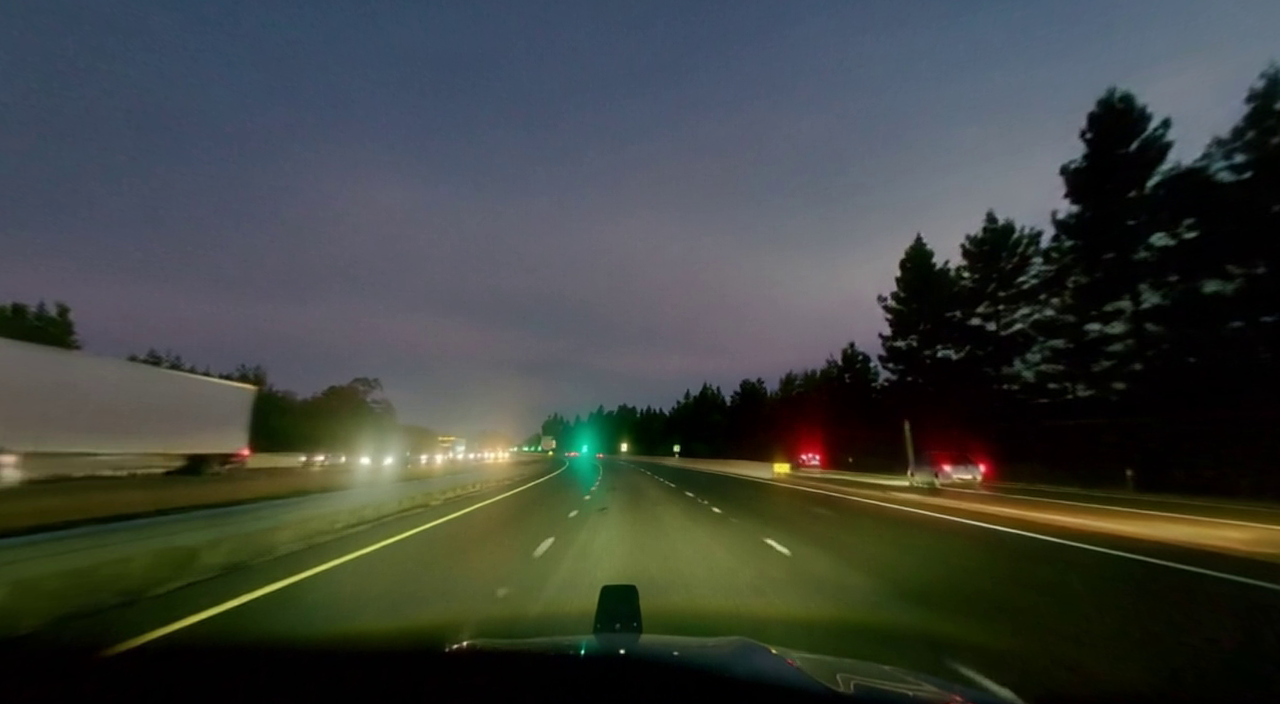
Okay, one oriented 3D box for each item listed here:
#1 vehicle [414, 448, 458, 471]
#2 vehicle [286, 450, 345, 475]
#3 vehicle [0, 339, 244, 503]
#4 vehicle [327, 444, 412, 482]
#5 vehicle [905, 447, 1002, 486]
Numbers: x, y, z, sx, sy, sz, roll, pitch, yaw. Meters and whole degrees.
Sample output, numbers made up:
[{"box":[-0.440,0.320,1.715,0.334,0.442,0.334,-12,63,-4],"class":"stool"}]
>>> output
[{"box":[-14.379,7.619,44.421,1.842,1.507,4.406,0,-9,-4],"class":"vehicle"},{"box":[-20.003,6.821,38.778,1.793,1.461,3.704,0,-9,-3],"class":"vehicle"},{"box":[-18.363,2.400,20.026,2.968,4.245,13.857,0,-9,-3],"class":"vehicle"},{"box":[-11.876,4.912,27.851,1.881,1.515,4.661,0,-9,-3],"class":"vehicle"},{"box":[15.471,5.660,31.262,2.020,1.738,4.549,1,-9,-8],"class":"vehicle"}]
